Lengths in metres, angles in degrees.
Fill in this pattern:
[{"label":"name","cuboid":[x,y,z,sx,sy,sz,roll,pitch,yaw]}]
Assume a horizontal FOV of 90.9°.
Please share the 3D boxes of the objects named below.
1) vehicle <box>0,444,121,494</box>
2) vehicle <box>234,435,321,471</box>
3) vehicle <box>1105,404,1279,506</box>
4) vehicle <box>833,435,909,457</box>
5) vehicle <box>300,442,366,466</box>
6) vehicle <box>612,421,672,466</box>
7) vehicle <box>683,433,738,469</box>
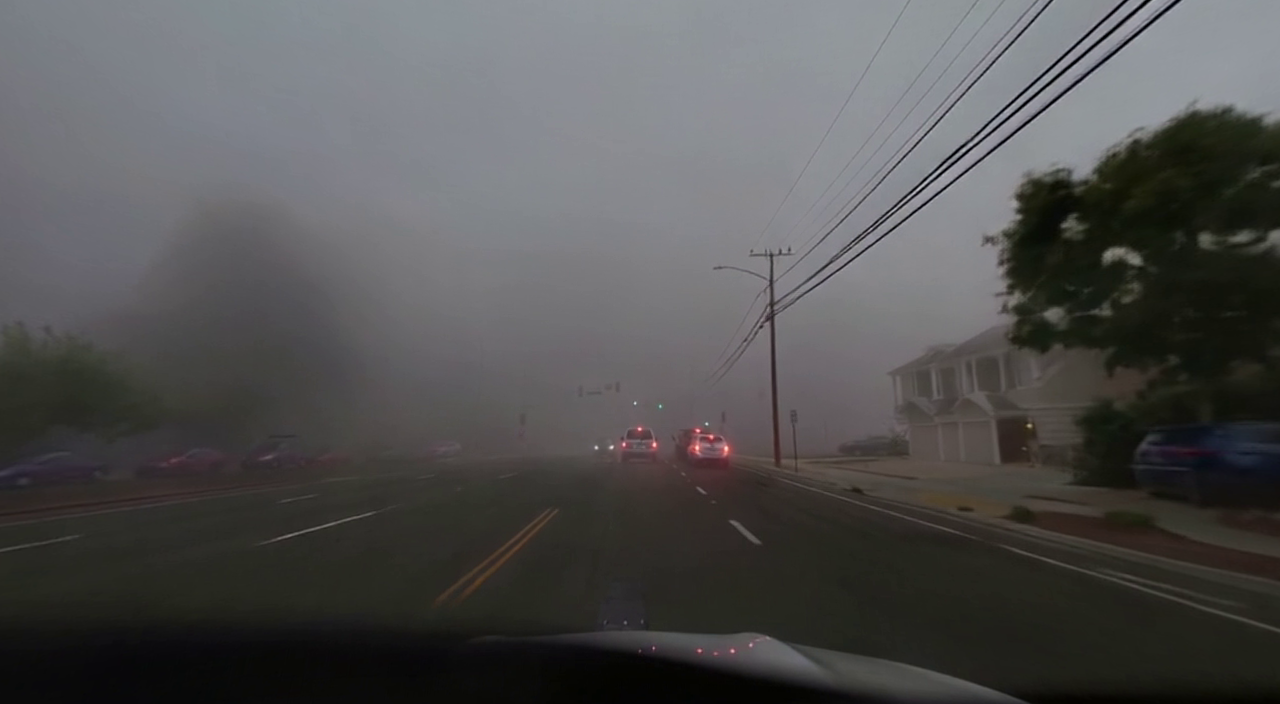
[{"label":"vehicle","cuboid":[-20.489,3.880,21.311,1.865,1.506,4.706,0,-8,0]},{"label":"vehicle","cuboid":[-20.126,5.605,35.237,2.046,1.874,4.448,0,-8,2]},{"label":"vehicle","cuboid":[12.557,2.093,12.917,4.412,1.878,2.048,1,-8,-1]},{"label":"vehicle","cuboid":[16.483,6.744,45.192,4.671,1.495,1.900,0,-8,3]},{"label":"vehicle","cuboid":[-19.875,6.596,41.019,1.866,1.471,4.770,0,-8,1]},{"label":"vehicle","cuboid":[0.110,4.643,32.037,2.769,2.087,5.130,0,-8,0]},{"label":"vehicle","cuboid":[3.148,4.541,28.944,2.002,1.511,4.124,0,-8,0]}]
